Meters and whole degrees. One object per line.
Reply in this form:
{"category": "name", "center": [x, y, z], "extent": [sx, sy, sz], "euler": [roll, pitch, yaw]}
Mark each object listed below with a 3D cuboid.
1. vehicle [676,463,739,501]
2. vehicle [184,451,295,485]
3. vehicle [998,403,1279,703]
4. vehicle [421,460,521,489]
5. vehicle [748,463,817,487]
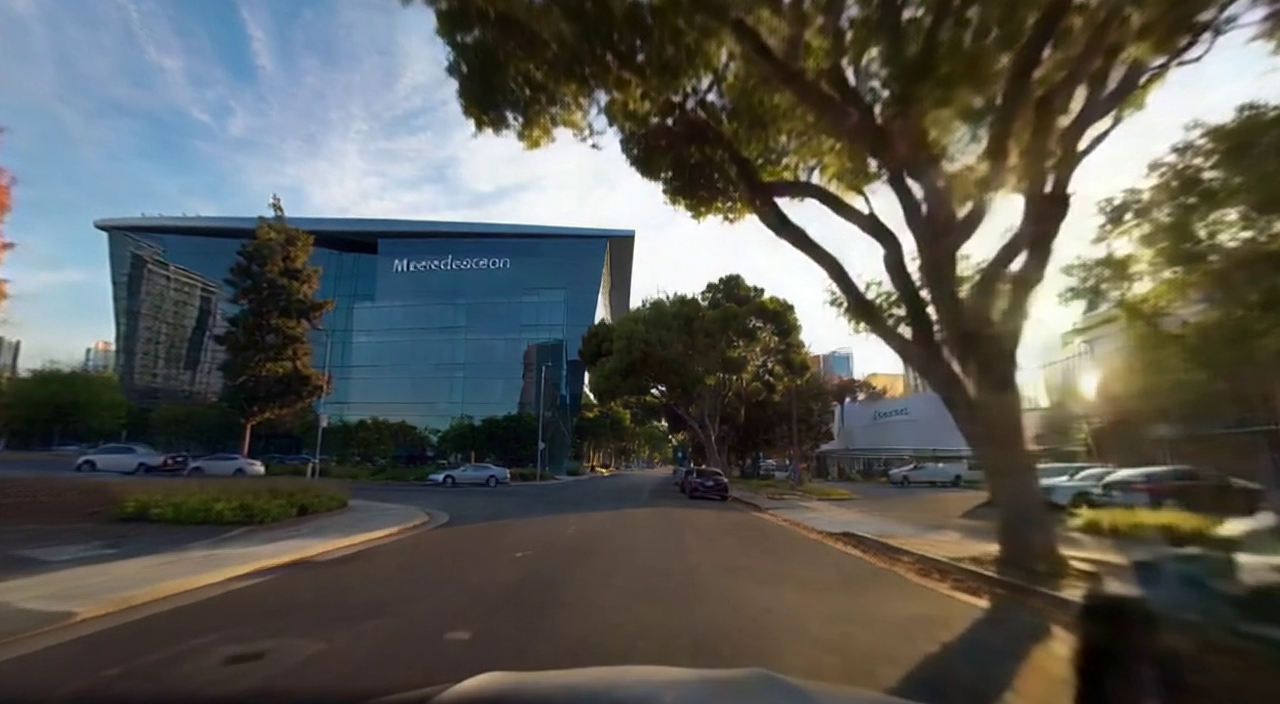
{"category": "vehicle", "center": [2.710, 5.395, 26.316], "extent": [2.073, 1.434, 3.899], "euler": [1, -11, -2]}
{"category": "vehicle", "center": [-19.963, 5.834, 31.534], "extent": [4.118, 1.482, 1.889], "euler": [2, -12, 0]}
{"category": "vehicle", "center": [2.826, 0.855, 0.969], "extent": [1.962, 1.627, 4.371], "euler": [2, -10, 0]}
{"category": "vehicle", "center": [-9.107, 6.657, 34.234], "extent": [4.770, 1.448, 1.983], "euler": [9, -14, -38]}
{"category": "vehicle", "center": [10.790, 9.369, 47.903], "extent": [4.782, 1.698, 1.882], "euler": [1, -11, -2]}
